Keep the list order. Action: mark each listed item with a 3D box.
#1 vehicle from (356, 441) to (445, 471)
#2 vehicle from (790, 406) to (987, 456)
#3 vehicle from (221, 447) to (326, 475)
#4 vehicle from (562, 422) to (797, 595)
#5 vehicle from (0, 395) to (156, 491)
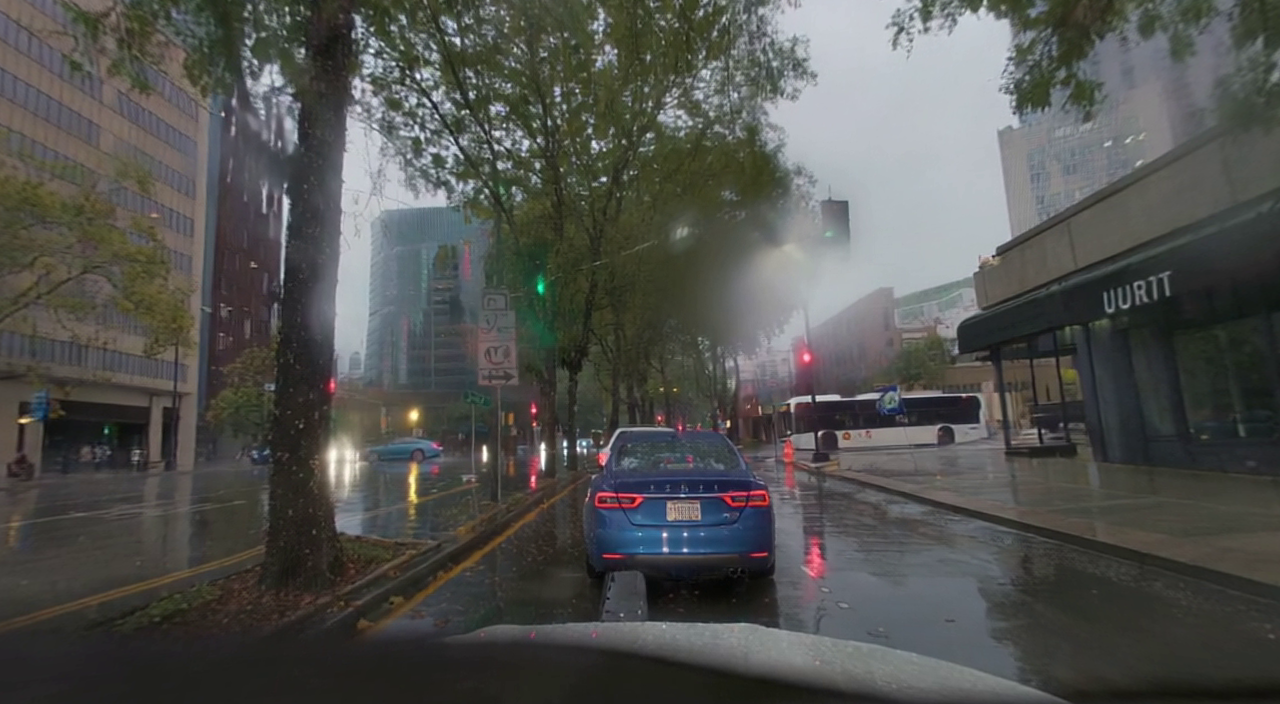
[{"bbox_3d":[-14.469,6.278,38.338,4.561,1.645,1.892,8,-12,-42],"label":"vehicle"},{"bbox_3d":[18.997,6.209,49.158,13.811,3.706,2.997,-1,-9,3],"label":"vehicle"},{"bbox_3d":[-20.989,6.209,36.418,1.883,1.461,4.830,-5,-10,30],"label":"vehicle"},{"bbox_3d":[0.374,1.631,7.388,2.006,1.470,3.799,0,-8,1],"label":"vehicle"},{"bbox_3d":[-25.912,3.647,25.362,2.692,3.685,10.153,-3,-9,20],"label":"vehicle"}]
